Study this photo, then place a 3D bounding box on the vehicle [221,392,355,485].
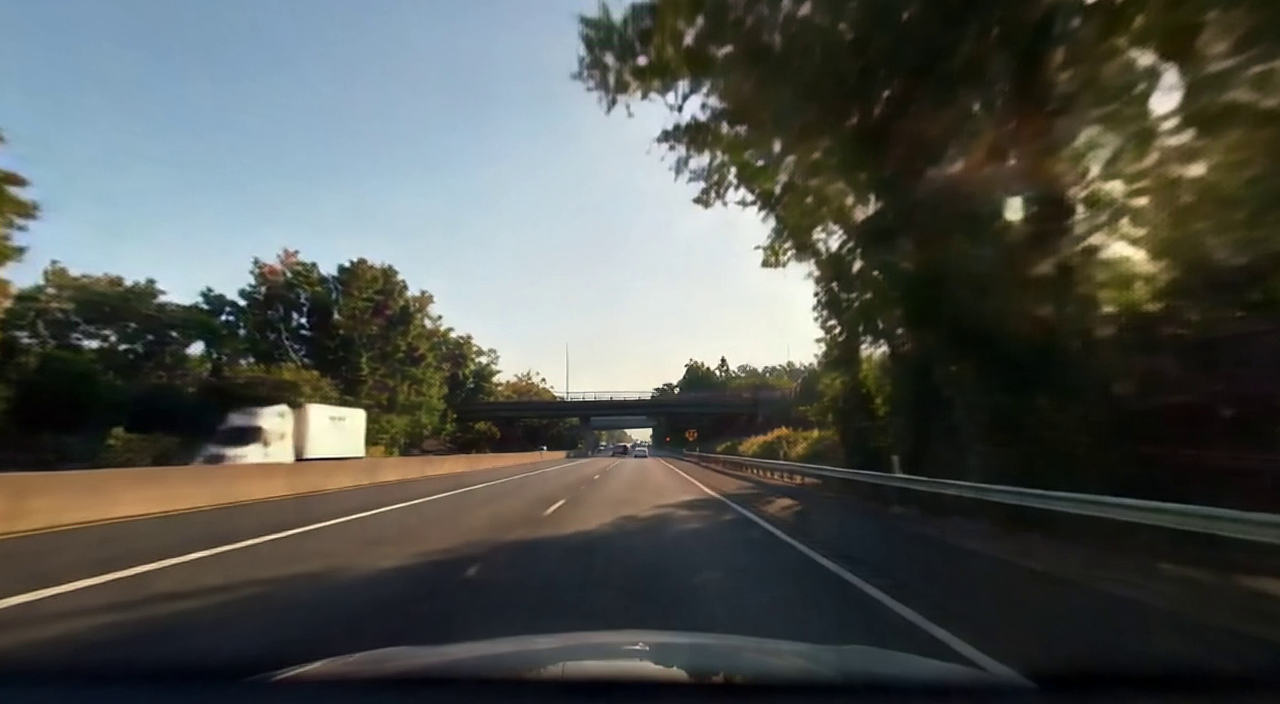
[{"bbox_3d":[-16.642,4.198,30.415,3.007,3.979,5.840,0,-9,-1],"label":"vehicle"}]
